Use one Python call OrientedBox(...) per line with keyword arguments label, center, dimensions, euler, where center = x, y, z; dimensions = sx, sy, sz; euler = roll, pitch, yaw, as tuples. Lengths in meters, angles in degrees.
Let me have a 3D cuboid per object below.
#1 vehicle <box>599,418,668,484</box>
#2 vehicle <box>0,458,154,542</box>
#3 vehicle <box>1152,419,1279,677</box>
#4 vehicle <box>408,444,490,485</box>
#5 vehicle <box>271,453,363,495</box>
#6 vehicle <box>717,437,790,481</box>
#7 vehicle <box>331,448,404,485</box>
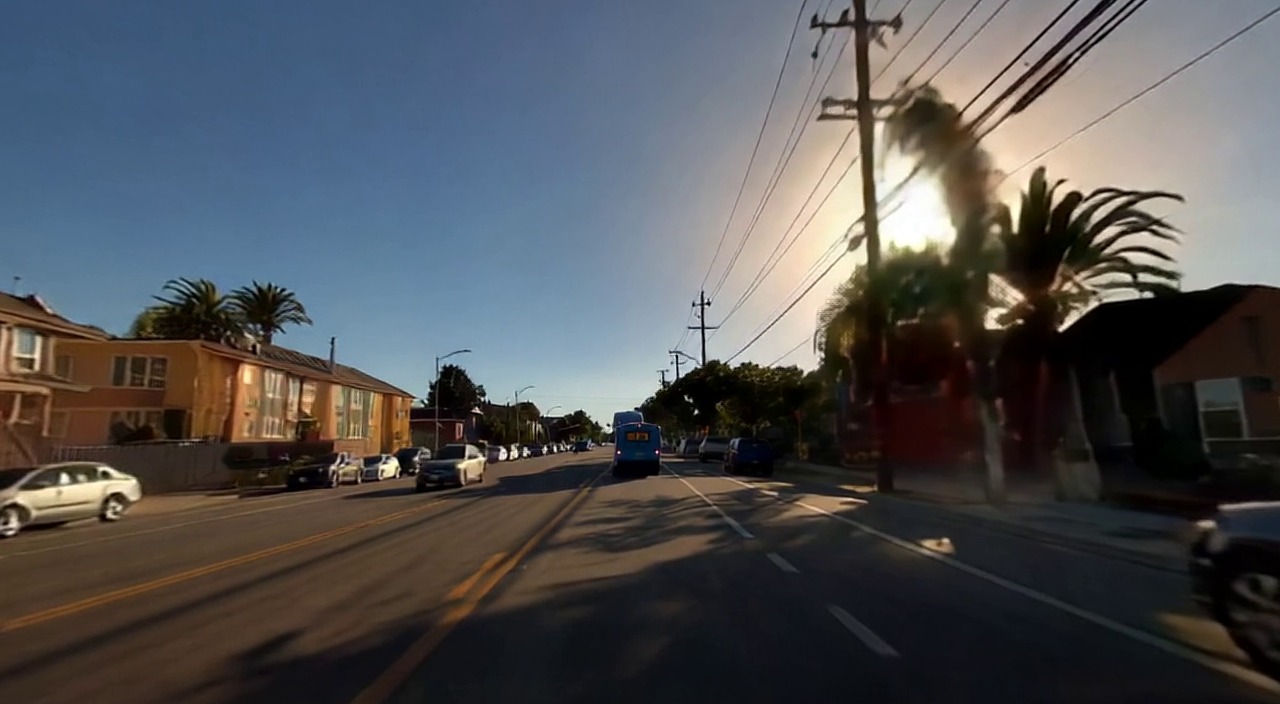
OrientedBox(label="vehicle", center=(-0.346, 3.451, 22.147), dimensions=(2.168, 2.040, 4.527), euler=(0, -8, -4))
OrientedBox(label="vehicle", center=(-12.839, 3.057, 13.108), dimensions=(2.004, 1.441, 4.572), euler=(-3, -8, -3))
OrientedBox(label="vehicle", center=(4.684, 0.926, 2.295), dimensions=(2.022, 1.456, 4.246), euler=(0, -8, -1))
OrientedBox(label="vehicle", center=(-7.254, 4.295, 24.449), dimensions=(1.844, 1.453, 4.414), euler=(0, -8, -1))
OrientedBox(label="vehicle", center=(-13.143, 4.956, 25.938), dimensions=(1.841, 1.356, 3.938), euler=(-4, -8, -2))
OrientedBox(label="vehicle", center=(4.260, 4.075, 24.351), dimensions=(1.946, 1.530, 4.240), euler=(0, -8, -1))
OrientedBox(label="vehicle", center=(-13.653, 5.724, 31.898), dimensions=(1.979, 1.509, 4.763), euler=(-3, -7, -5))
